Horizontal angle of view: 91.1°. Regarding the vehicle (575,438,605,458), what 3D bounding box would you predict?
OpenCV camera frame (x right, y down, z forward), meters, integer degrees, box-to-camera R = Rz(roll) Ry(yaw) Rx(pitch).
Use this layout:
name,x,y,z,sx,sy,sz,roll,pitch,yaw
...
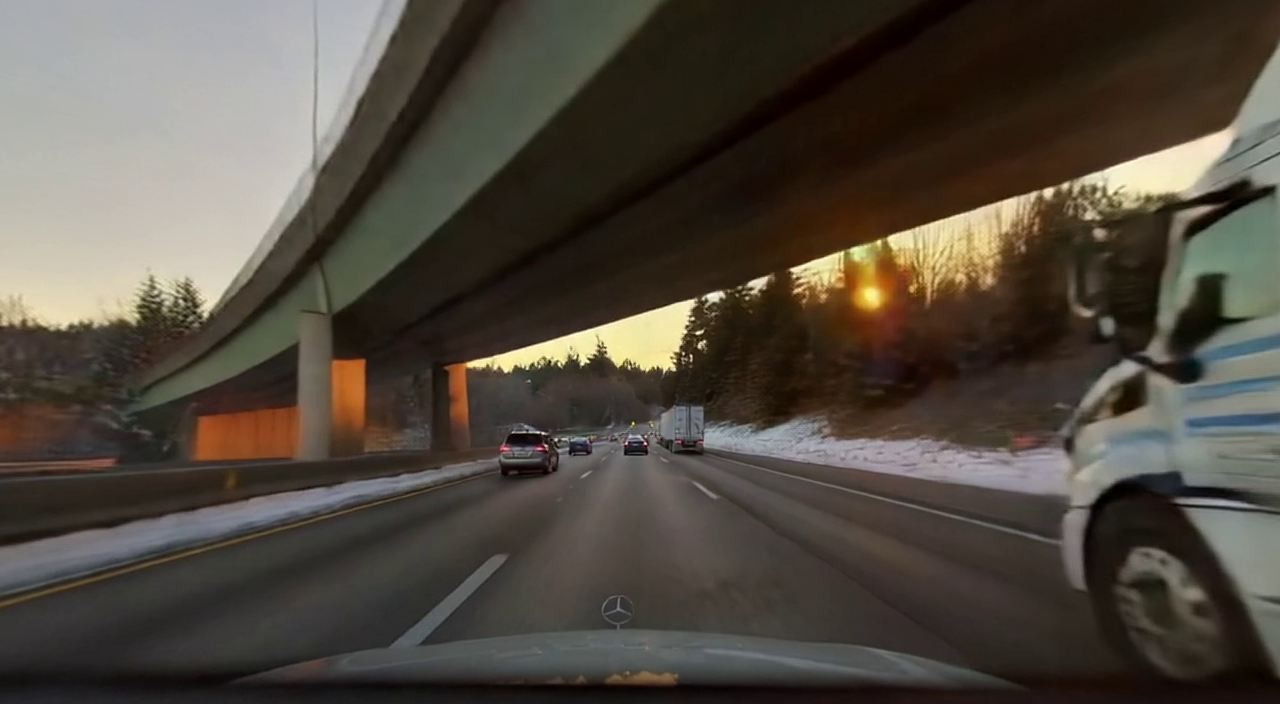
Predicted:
name,x,y,z,sx,sy,sz,roll,pitch,yaw
vehicle,-3.862,7.465,49.095,2.021,1.514,4.190,0,-8,0

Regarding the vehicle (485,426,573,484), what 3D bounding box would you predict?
name,x,y,z,sx,sy,sz,roll,pitch,yaw
vehicle,-3.505,3.333,20.715,2.054,1.671,4.445,0,-8,0

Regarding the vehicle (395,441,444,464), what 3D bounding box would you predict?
name,x,y,z,sx,sy,sz,roll,pitch,yaw
vehicle,-15.563,7.106,44.590,1.862,1.529,4.419,0,-8,0

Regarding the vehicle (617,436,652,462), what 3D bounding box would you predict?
name,x,y,z,sx,sy,sz,roll,pitch,yaw
vehicle,-0.382,6.192,40.384,2.088,1.567,4.240,0,-8,-1
